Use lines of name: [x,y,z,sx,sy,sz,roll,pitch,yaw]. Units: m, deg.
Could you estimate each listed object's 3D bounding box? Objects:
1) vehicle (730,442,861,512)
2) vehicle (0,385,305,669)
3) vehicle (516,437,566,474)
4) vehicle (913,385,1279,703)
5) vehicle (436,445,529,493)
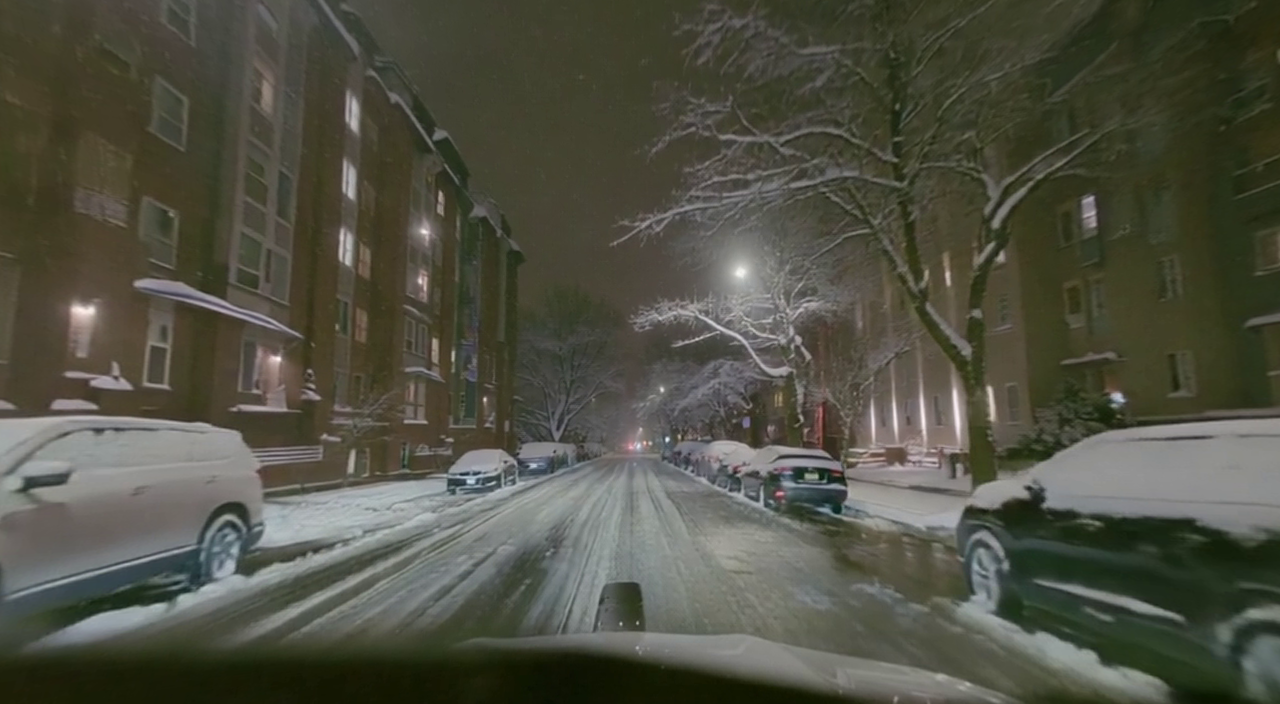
vehicle: [3.649,3.003,15.832,1.881,1.460,4.737,1,-8,-3]
vehicle: [-5.270,1.330,5.295,2.213,1.825,4.986,-1,-8,0]
vehicle: [-5.449,5.743,35.356,2.069,1.881,4.697,0,-8,-1]
vehicle: [3.800,1.145,3.925,1.992,1.643,4.735,0,-8,-1]
vehicle: [-5.313,3.987,21.994,2.080,1.458,4.511,-1,-8,0]
